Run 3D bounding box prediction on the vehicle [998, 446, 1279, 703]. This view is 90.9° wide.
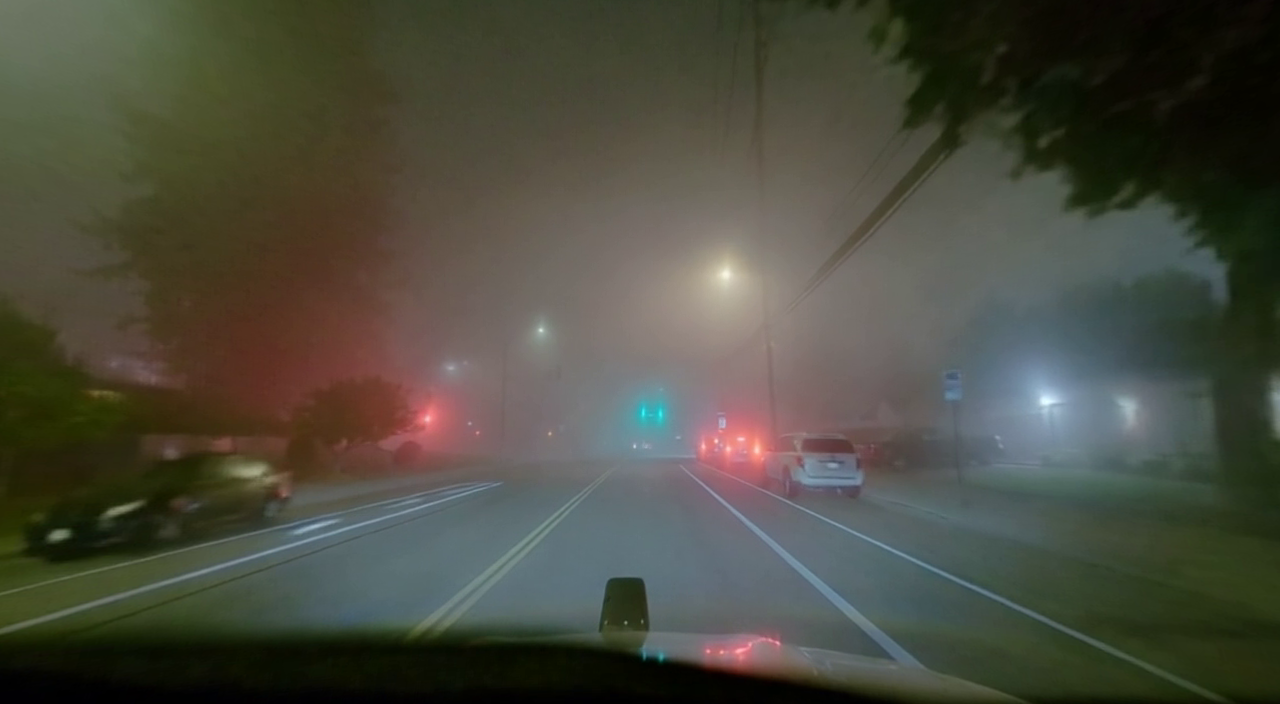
[{"bbox_3d":[4.478,1.262,3.647,2.070,1.411,4.635,0,-8,0],"label":"vehicle"}]

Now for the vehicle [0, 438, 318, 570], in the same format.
[{"bbox_3d":[-7.134,2.091,9.552,2.041,1.489,4.439,-1,-8,2],"label":"vehicle"}]

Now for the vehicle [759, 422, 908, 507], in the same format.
[{"bbox_3d":[4.673,2.811,16.199,2.279,1.829,4.859,0,-8,0],"label":"vehicle"}]

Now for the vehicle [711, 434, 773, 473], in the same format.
[{"bbox_3d":[4.852,4.899,30.694,2.202,1.712,4.813,0,-8,0],"label":"vehicle"}]

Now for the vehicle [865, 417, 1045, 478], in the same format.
[{"bbox_3d":[10.642,3.286,21.636,4.938,1.950,2.155,0,-8,1],"label":"vehicle"}]

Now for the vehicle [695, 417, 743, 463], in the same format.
[{"bbox_3d":[5.089,5.776,41.298,2.398,2.806,4.857,0,-8,-1],"label":"vehicle"}]
